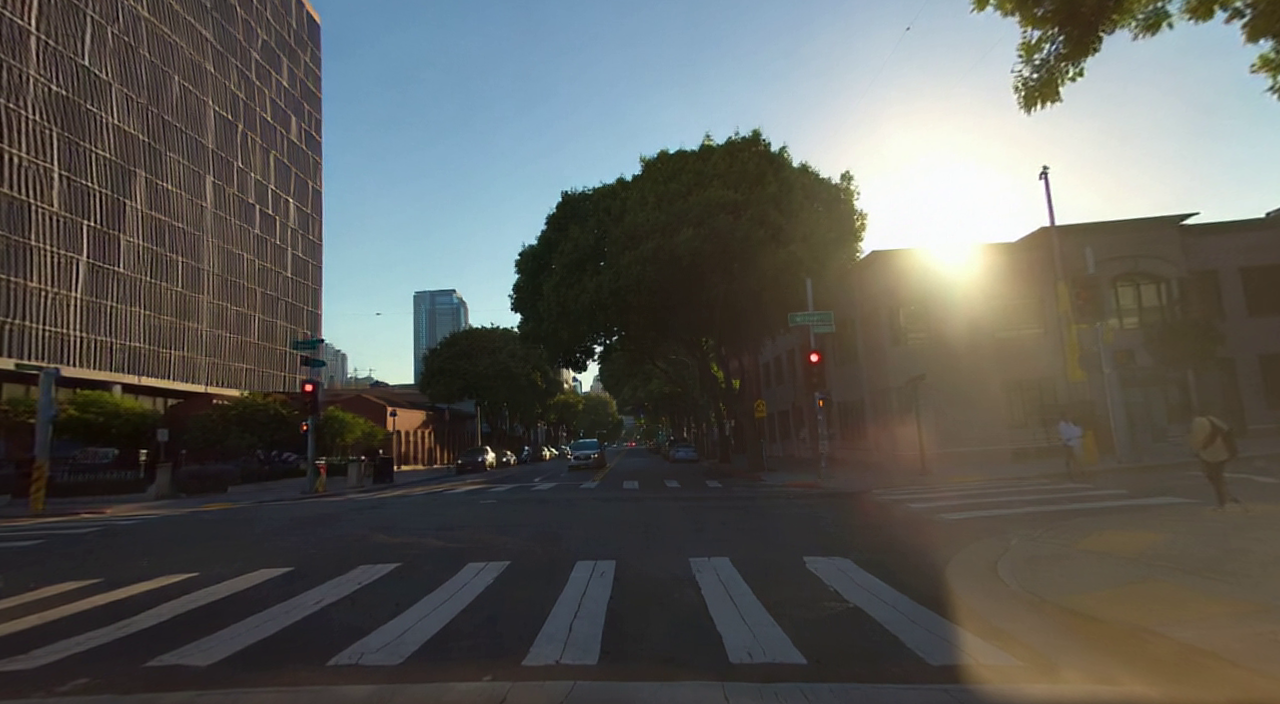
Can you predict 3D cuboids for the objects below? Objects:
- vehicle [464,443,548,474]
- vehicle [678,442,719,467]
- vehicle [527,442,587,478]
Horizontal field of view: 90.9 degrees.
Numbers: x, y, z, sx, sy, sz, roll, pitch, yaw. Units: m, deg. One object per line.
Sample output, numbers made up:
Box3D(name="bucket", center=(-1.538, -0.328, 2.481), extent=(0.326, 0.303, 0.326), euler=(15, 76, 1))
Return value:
Box3D(name="vehicle", center=(-8.023, 6.358, 38.019), extent=(1.963, 1.726, 4.526), euler=(-8, -12, 44))
Box3D(name="vehicle", center=(3.546, 6.276, 38.864), extent=(1.853, 1.426, 4.160), euler=(1, -8, -3))
Box3D(name="vehicle", center=(-3.669, 4.844, 28.638), extent=(1.989, 1.481, 4.500), euler=(0, -8, 1))
